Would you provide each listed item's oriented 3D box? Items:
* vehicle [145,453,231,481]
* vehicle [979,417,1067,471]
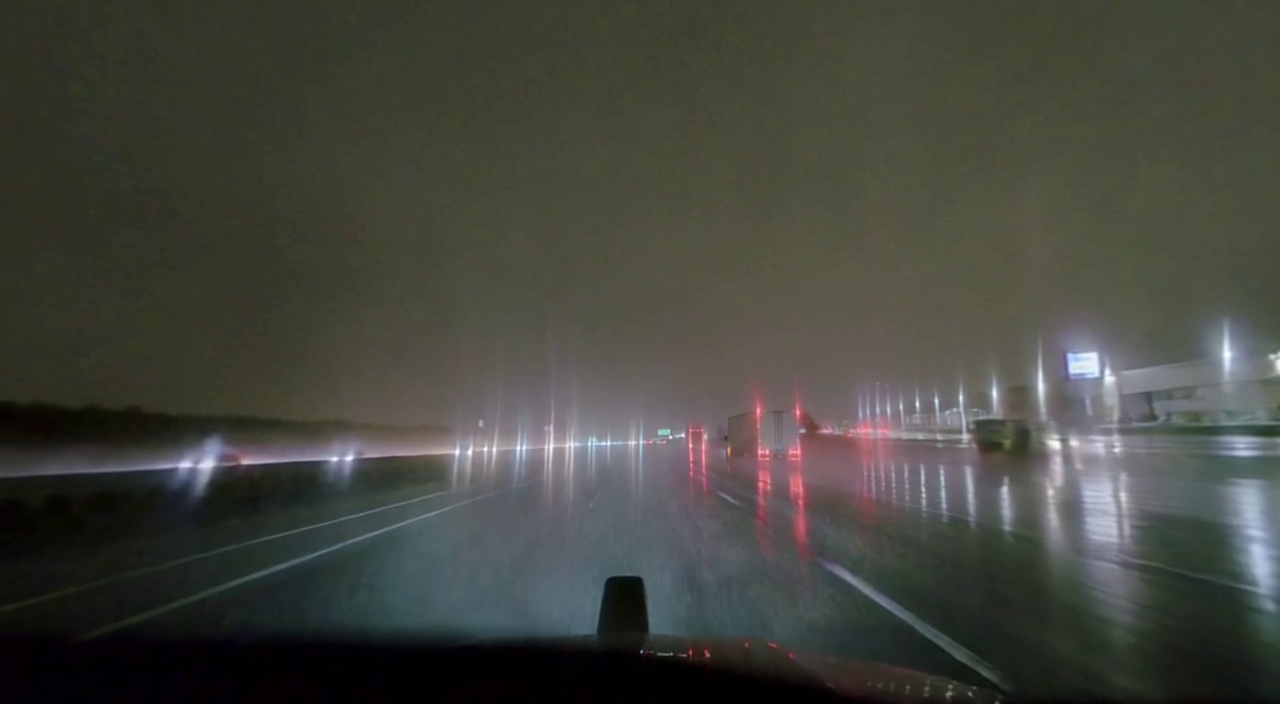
[{"bbox_3d":[-27.991,7.117,39.271,2.077,1.564,4.392,0,-8,0],"label":"vehicle"},{"bbox_3d":[20.262,4.905,33.611,2.233,2.695,3.871,-1,-8,2],"label":"vehicle"}]
